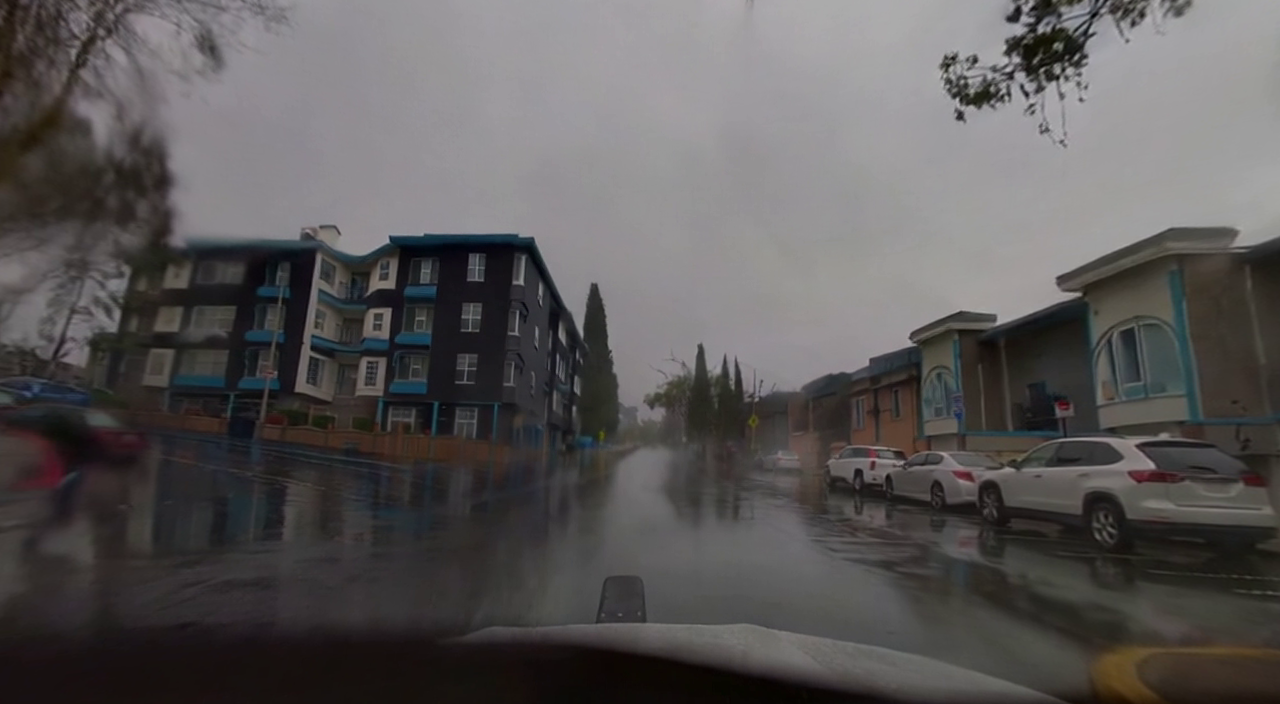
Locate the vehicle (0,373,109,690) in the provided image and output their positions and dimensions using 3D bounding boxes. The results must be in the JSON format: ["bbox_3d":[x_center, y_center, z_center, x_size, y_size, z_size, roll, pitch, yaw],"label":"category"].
[{"bbox_3d":[-4.401,0.692,1.438,2.285,1.712,5.200,1,-8,-7],"label":"vehicle"}]

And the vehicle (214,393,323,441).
[{"bbox_3d":[-18.698,3.289,31.818,4.598,1.645,2.019,7,-5,20],"label":"vehicle"}]

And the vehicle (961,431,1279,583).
[{"bbox_3d":[7.512,2.220,10.142,2.181,1.792,5.066,0,-8,2],"label":"vehicle"}]

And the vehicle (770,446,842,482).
[{"bbox_3d":[7.877,5.368,30.559,2.122,1.554,4.777,0,-8,-1],"label":"vehicle"}]

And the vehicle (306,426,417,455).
[{"bbox_3d":[-13.575,4.362,31.029,4.603,1.335,1.889,1,-8,-8],"label":"vehicle"}]

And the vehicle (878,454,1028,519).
[{"bbox_3d":[7.826,3.362,16.315,1.900,1.368,4.176,-1,-8,3],"label":"vehicle"}]

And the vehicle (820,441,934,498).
[{"bbox_3d":[7.936,3.957,21.761,1.917,1.704,4.840,0,-8,-2],"label":"vehicle"}]
